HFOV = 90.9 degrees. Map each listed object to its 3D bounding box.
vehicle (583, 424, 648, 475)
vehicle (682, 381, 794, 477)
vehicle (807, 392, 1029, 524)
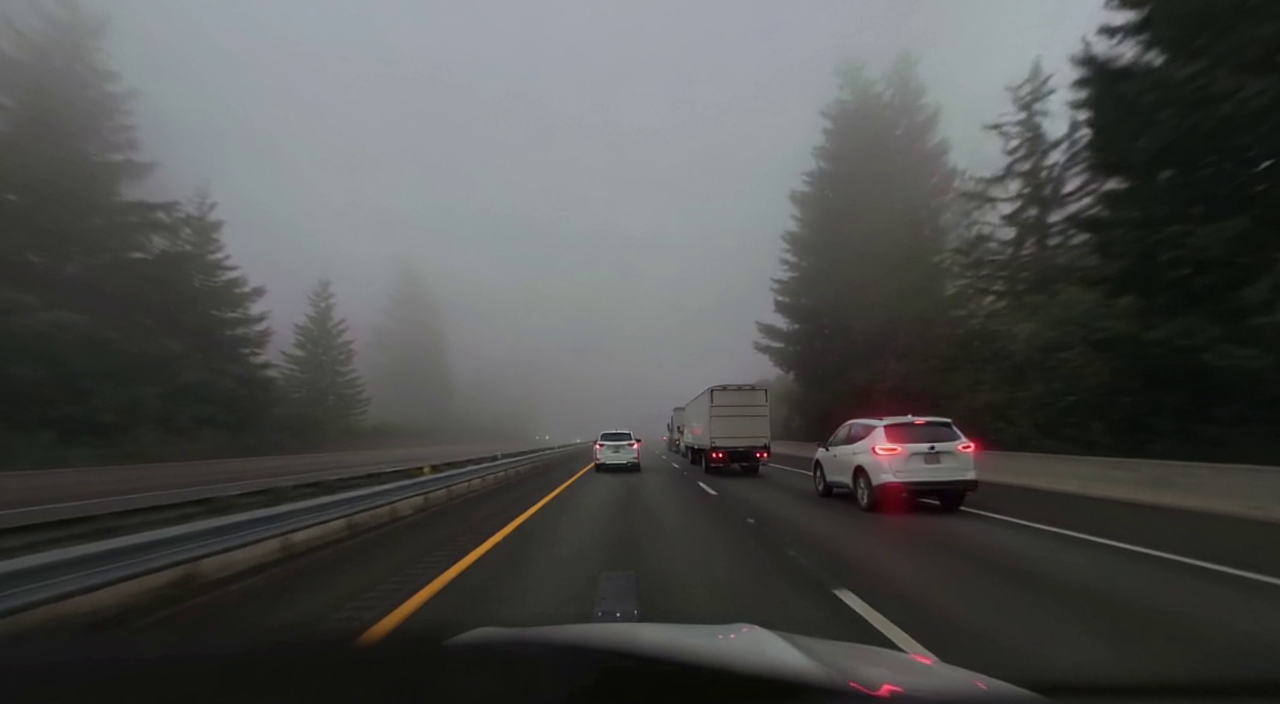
[{"bbox_3d":[-0.812,3.410,22.330,2.082,1.638,4.055,0,-7,0],"label":"vehicle"},{"bbox_3d":[3.377,2.982,24.207,2.723,3.027,8.478,0,-7,-1],"label":"vehicle"},{"bbox_3d":[4.563,1.785,11.144,2.011,1.905,3.905,0,-8,-2],"label":"vehicle"}]
